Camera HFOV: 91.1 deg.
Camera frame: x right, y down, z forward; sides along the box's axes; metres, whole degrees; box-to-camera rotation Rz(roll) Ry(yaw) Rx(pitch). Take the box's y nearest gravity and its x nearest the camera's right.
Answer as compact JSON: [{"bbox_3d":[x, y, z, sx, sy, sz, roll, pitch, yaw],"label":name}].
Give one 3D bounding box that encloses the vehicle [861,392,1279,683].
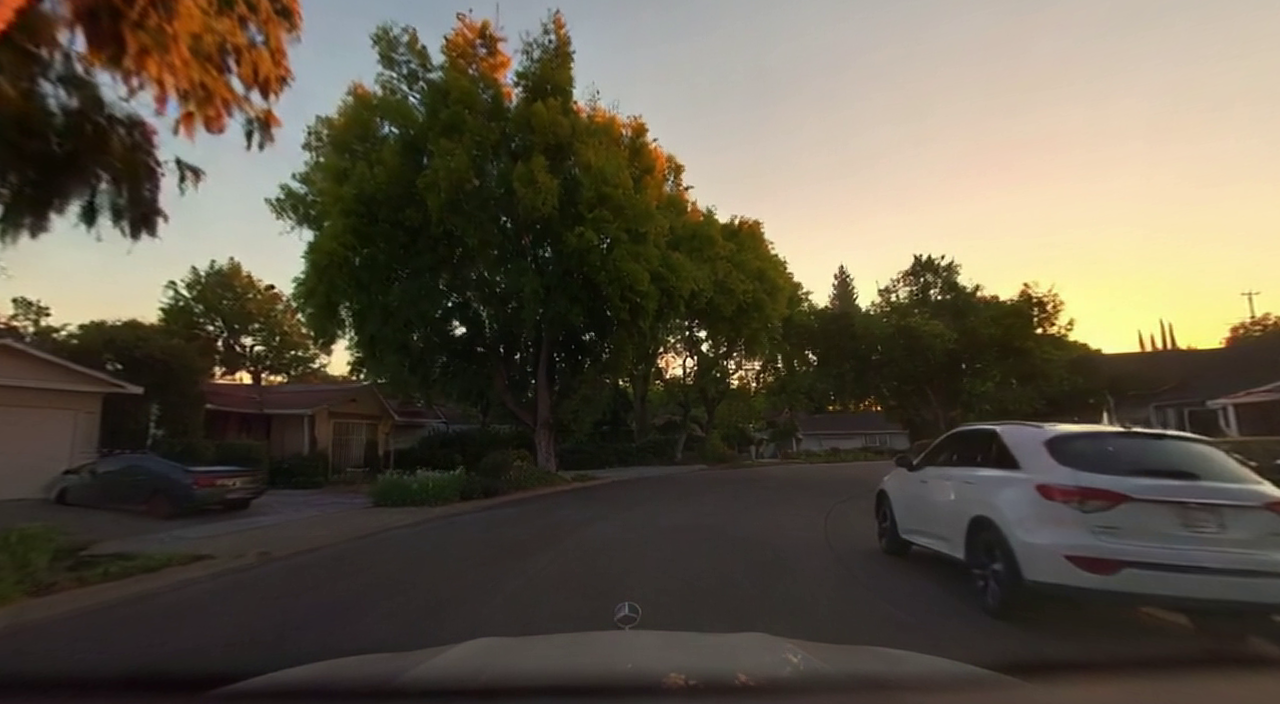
[{"bbox_3d":[3.952,1.468,6.192,2.163,1.760,4.591,-1,-8,4],"label":"vehicle"}]
